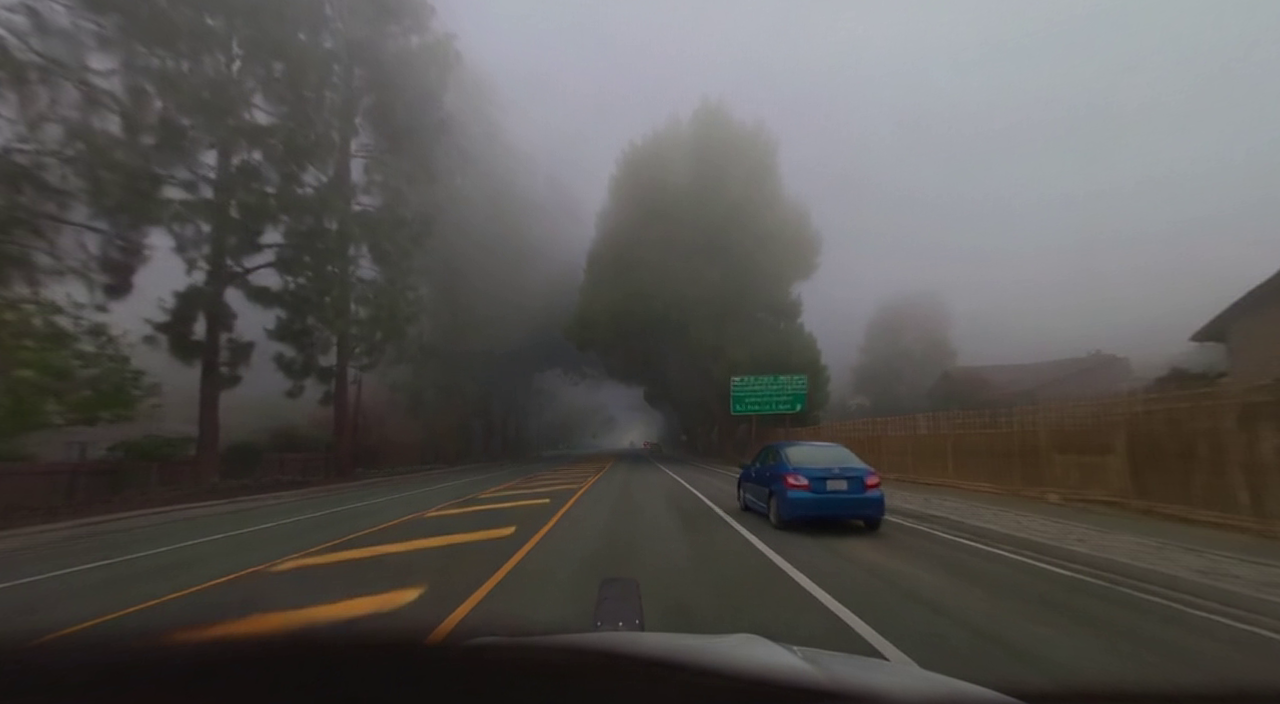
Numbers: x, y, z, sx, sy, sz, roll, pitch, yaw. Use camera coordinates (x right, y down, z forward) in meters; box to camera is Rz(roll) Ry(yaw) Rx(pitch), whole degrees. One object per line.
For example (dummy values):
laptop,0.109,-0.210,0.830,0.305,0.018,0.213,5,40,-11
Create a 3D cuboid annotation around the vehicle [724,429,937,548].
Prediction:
vehicle,2.674,2.021,10.050,1.991,1.476,4.153,0,-8,-2
